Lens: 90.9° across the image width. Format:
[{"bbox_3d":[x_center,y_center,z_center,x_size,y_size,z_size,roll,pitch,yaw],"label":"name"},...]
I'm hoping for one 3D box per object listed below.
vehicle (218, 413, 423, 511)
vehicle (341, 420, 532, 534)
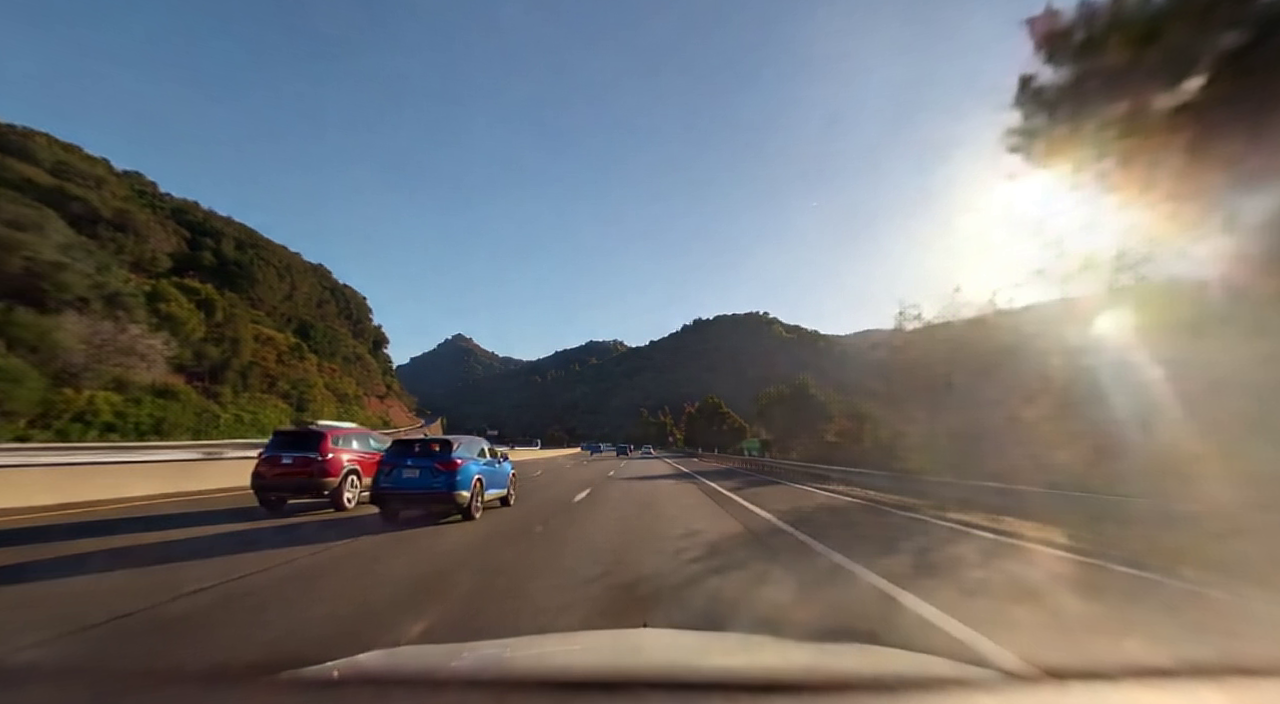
[{"bbox_3d":[-7.209,2.553,15.045,2.151,1.925,4.945,0,-9,1],"label":"vehicle"},{"bbox_3d":[-3.390,2.179,11.541,1.983,1.663,4.290,0,-9,1],"label":"vehicle"}]
